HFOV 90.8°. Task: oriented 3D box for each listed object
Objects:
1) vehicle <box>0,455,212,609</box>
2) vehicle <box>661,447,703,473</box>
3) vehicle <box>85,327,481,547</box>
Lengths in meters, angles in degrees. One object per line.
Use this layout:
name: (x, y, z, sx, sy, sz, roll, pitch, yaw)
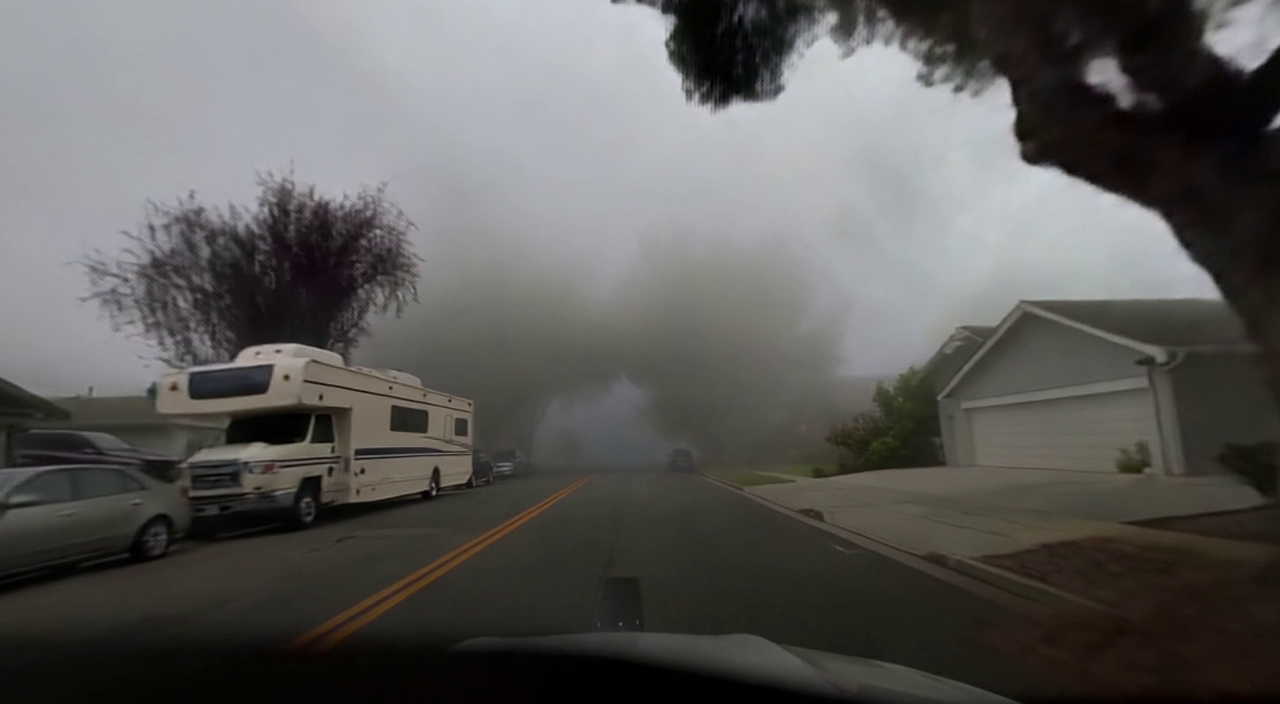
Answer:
vehicle: (-7.236, 1.892, 6.915, 1.932, 1.438, 4.552, 0, -8, 0)
vehicle: (2.554, 6.713, 39.511, 2.167, 1.479, 4.597, 0, -8, -2)
vehicle: (-7.114, 2.314, 15.963, 3.103, 3.479, 11.801, 0, -10, 0)
